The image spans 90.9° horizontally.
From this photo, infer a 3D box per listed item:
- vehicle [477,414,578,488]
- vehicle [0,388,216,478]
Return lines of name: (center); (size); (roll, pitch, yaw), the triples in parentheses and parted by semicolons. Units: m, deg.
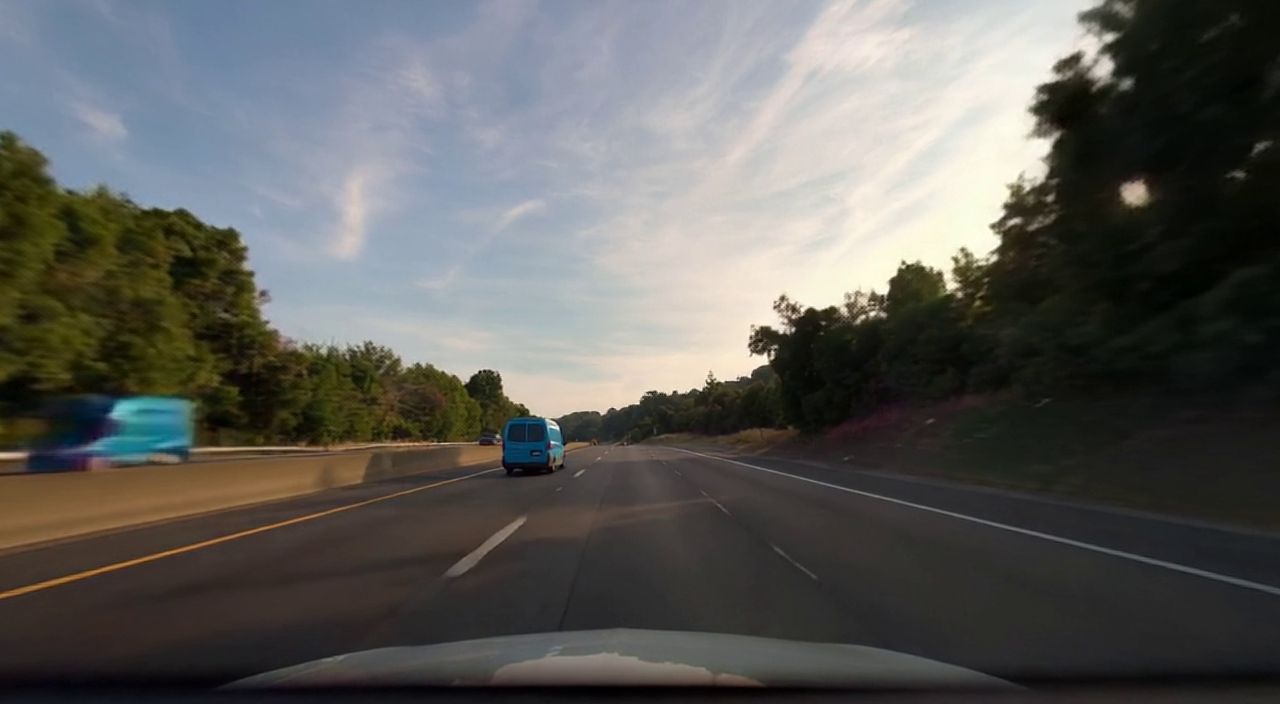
vehicle: (-3.302, 3.021, 19.648); (2.297, 2.011, 4.736); (0, -8, 0)
vehicle: (-19.500, 2.990, 23.222); (2.695, 2.766, 7.348); (0, -8, -1)
